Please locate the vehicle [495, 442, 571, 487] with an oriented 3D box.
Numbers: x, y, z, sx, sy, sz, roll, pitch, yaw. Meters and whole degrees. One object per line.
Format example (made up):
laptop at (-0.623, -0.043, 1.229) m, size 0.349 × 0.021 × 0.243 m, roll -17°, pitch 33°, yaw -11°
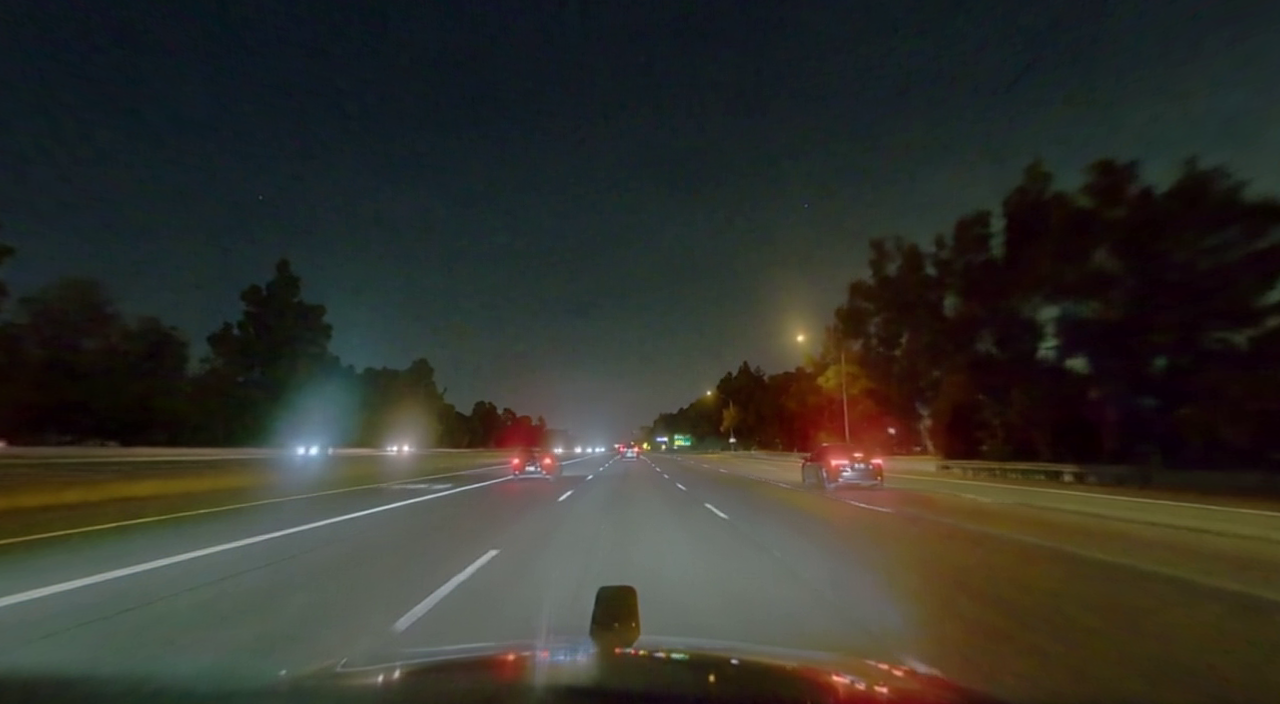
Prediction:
vehicle at (-4.105, 4.383, 25.071) m, size 2.140 × 1.574 × 4.946 m, roll 0°, pitch -8°, yaw 0°
